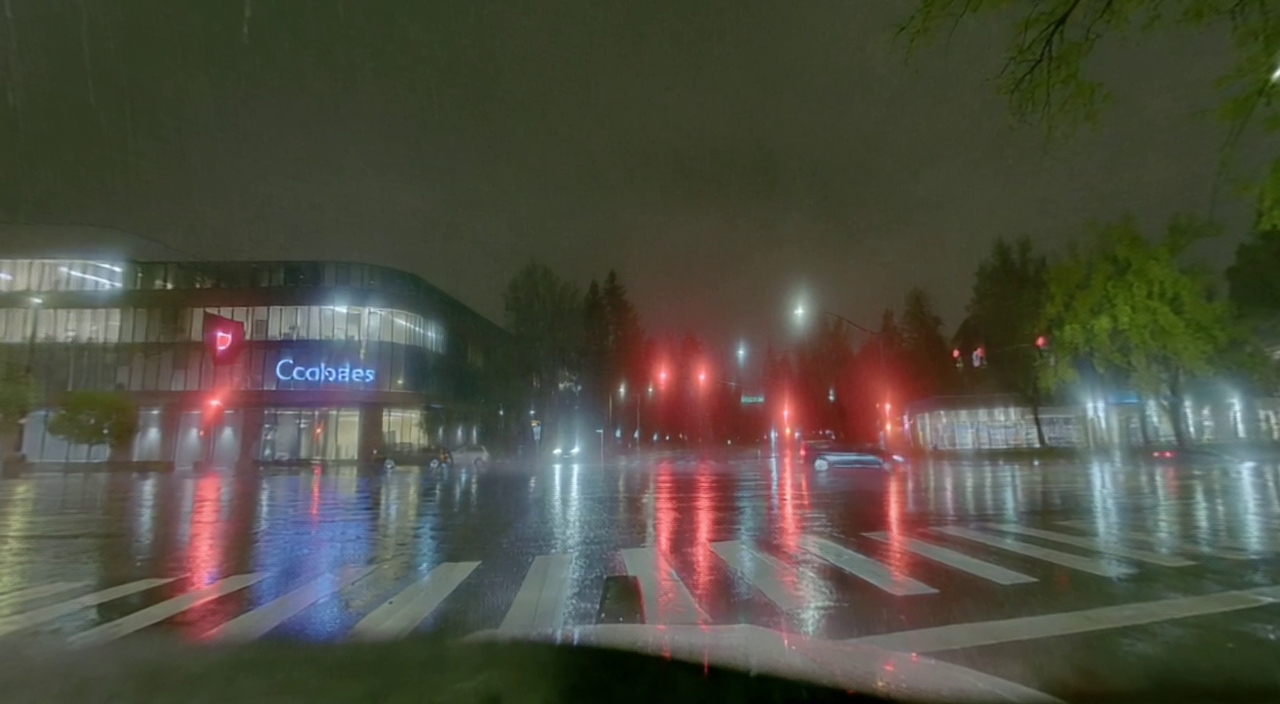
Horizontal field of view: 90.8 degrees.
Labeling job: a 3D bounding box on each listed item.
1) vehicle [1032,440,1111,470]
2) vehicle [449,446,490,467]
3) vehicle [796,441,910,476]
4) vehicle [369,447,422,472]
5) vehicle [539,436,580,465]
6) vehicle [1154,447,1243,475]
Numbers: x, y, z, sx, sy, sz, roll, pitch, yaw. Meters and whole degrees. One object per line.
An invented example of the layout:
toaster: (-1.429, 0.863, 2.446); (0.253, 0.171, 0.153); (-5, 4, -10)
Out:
vehicle: (26.347, 6.264, 38.558); (4.541, 1.731, 2.007); (5, -10, -28)
vehicle: (-12.611, 7.761, 47.089); (1.946, 1.474, 4.008); (0, -9, 0)
vehicle: (9.521, 4.805, 28.612); (4.658, 1.478, 1.946); (-2, -9, 15)
vehicle: (-16.249, 7.131, 42.242); (1.883, 1.586, 4.297); (0, -9, -1)
vehicle: (-5.529, 6.865, 44.186); (2.289, 1.927, 5.667); (0, -8, -2)
vehicle: (31.608, 6.119, 35.741); (4.522, 1.460, 2.097); (4, -10, -26)
